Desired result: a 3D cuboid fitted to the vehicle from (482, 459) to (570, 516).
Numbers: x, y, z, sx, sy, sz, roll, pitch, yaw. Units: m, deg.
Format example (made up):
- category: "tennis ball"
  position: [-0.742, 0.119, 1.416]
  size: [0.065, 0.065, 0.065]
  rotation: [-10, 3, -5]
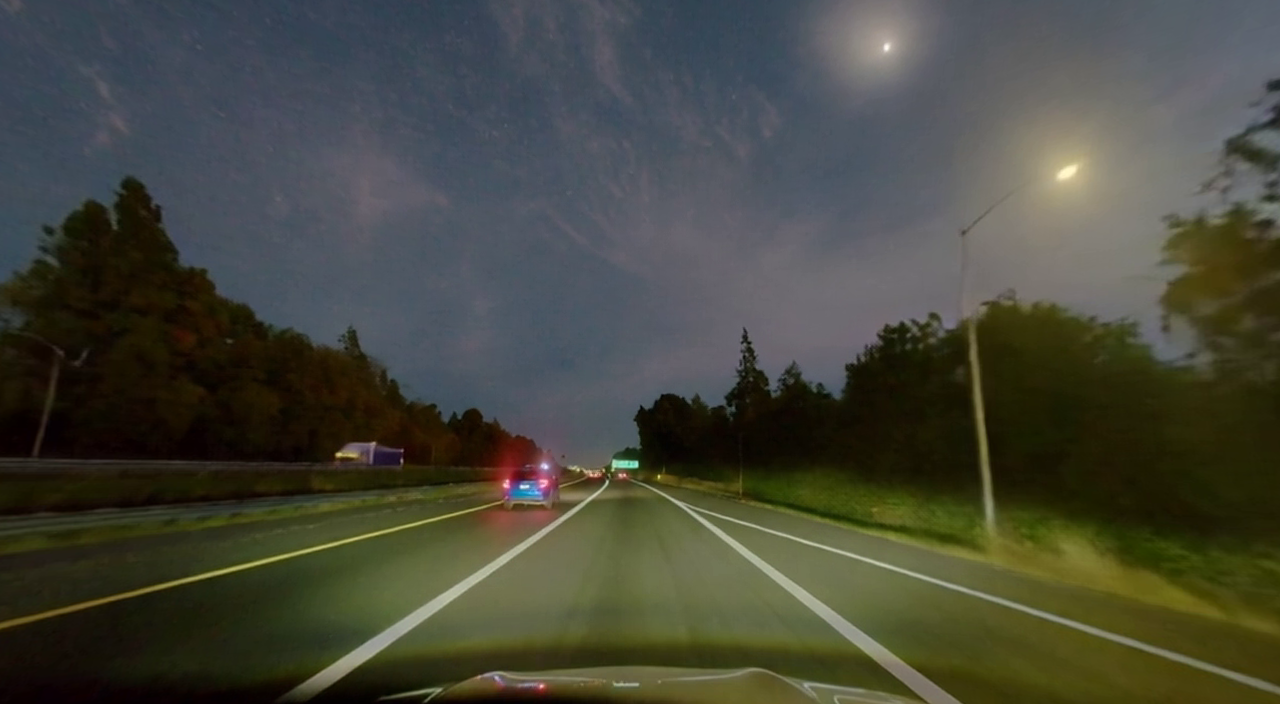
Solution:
- category: "vehicle"
  position: [-3.485, 4.267, 20.128]
  size: [1.967, 1.556, 4.364]
  rotation: [1, -10, 0]
